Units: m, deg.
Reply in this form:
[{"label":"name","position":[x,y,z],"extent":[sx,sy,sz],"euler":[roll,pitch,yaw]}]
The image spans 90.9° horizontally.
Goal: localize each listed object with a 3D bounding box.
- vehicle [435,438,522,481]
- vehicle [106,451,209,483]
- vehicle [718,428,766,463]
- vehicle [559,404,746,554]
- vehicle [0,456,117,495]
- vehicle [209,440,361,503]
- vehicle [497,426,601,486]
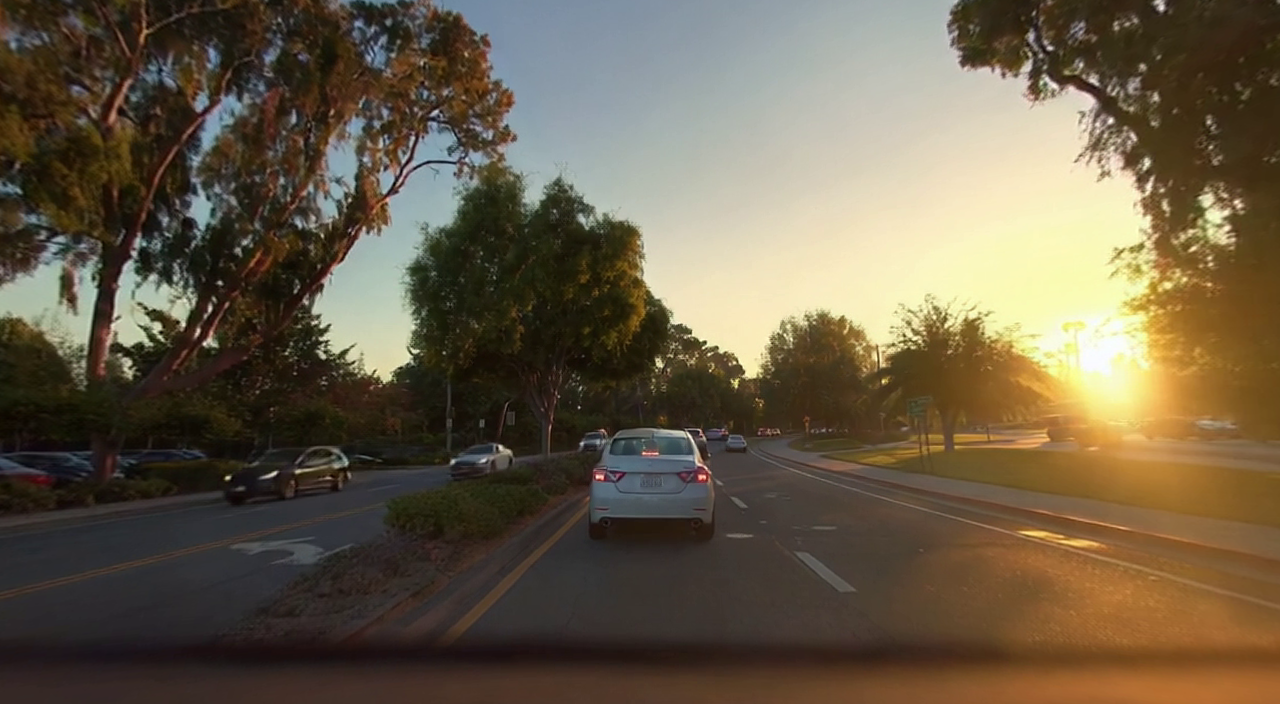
[{"label":"vehicle","position":[-6.135,4.132,24.587],"extent":[1.923,1.492,4.577],"euler":[-1,-8,4]},{"label":"vehicle","position":[-26.728,6.371,34.994],"extent":[4.256,1.633,1.940],"euler":[-1,-8,7]},{"label":"vehicle","position":[5.545,5.155,34.781],"extent":[2.155,1.786,4.459],"euler":[-1,-8,3]},{"label":"vehicle","position":[0.176,1.776,9.439],"extent":[2.154,1.710,4.128],"euler":[-1,-8,1]},{"label":"vehicle","position":[-27.341,5.780,29.654],"extent":[4.272,1.438,1.801],"euler":[-5,-9,9]},{"label":"vehicle","position":[-10.737,3.595,19.546],"extent":[2.005,1.701,4.355],"euler":[-1,-8,2]},{"label":"vehicle","position":[-2.930,3.480,21.492],"extent":[2.057,1.786,4.725],"euler":[-2,-8,11]}]
